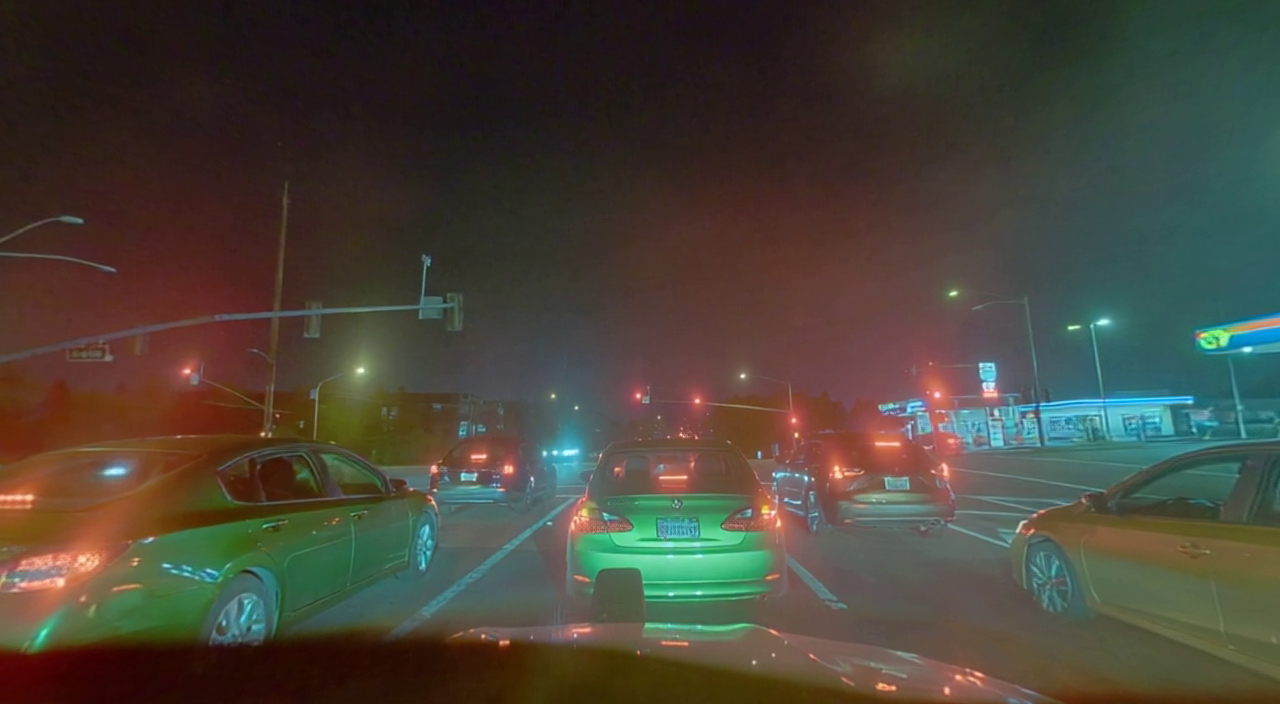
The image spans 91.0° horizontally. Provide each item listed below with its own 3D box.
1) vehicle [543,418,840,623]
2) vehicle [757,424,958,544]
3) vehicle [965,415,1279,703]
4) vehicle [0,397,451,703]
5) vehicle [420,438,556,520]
[{"bbox_3d":[0.330,1.586,6.940,2.220,1.507,4.317,0,-9,-2],"label":"vehicle"},{"bbox_3d":[3.378,2.132,10.793,1.947,1.630,4.127,0,-9,0],"label":"vehicle"},{"bbox_3d":[4.174,1.136,3.610,1.950,1.497,4.686,0,-9,-3],"label":"vehicle"},{"bbox_3d":[-3.013,1.249,4.613,1.887,1.493,4.255,0,-9,1],"label":"vehicle"},{"bbox_3d":[-3.078,2.648,13.708,1.867,1.474,4.237,0,-9,1],"label":"vehicle"}]
